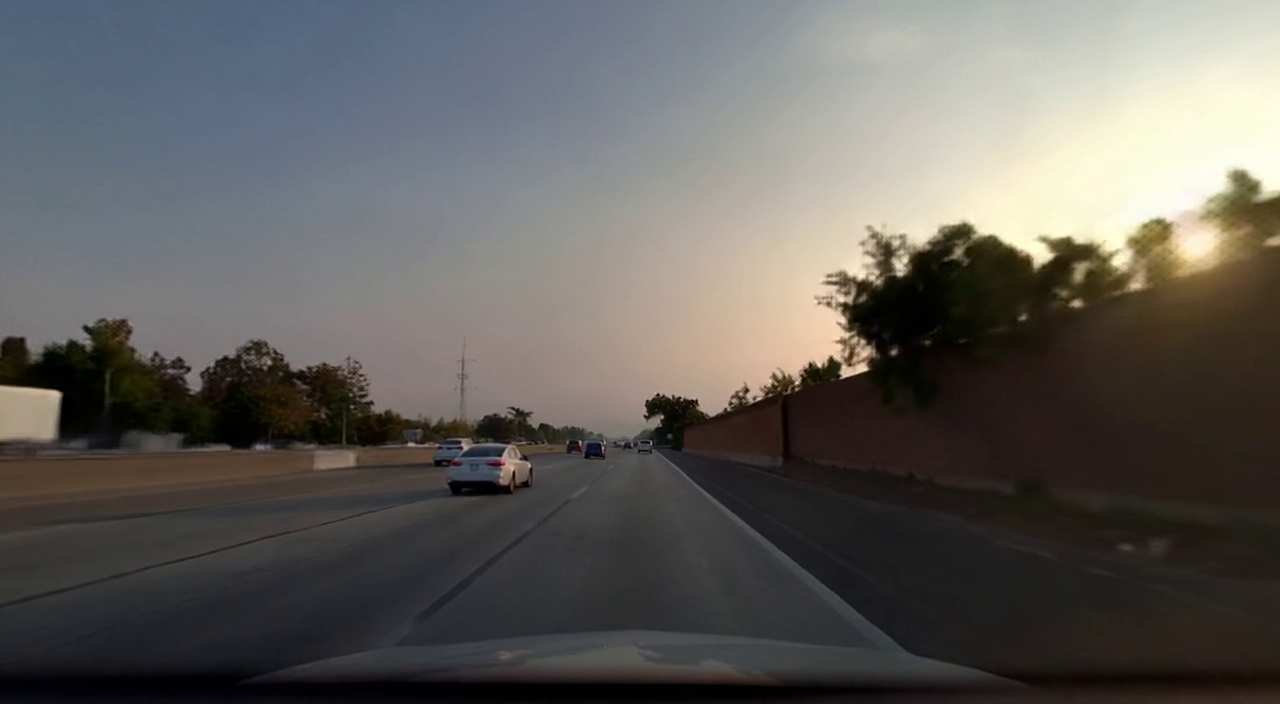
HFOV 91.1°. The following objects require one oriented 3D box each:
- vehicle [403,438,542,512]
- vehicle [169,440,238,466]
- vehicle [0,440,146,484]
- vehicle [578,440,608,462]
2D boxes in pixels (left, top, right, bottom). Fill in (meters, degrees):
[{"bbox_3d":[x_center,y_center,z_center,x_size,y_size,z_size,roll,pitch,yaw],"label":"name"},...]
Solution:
[{"bbox_3d":[-3.777,2.843,15.182,1.945,1.484,4.803,0,-8,1],"label":"vehicle"},{"bbox_3d":[-27.742,6.412,40.041,1.399,1.579,4.043,0,-8,1],"label":"vehicle"},{"bbox_3d":[-21.260,4.051,23.528,1.861,1.461,4.431,0,-8,0],"label":"vehicle"},{"bbox_3d":[-3.650,7.792,49.668,2.036,1.636,4.511,0,-8,1],"label":"vehicle"}]
